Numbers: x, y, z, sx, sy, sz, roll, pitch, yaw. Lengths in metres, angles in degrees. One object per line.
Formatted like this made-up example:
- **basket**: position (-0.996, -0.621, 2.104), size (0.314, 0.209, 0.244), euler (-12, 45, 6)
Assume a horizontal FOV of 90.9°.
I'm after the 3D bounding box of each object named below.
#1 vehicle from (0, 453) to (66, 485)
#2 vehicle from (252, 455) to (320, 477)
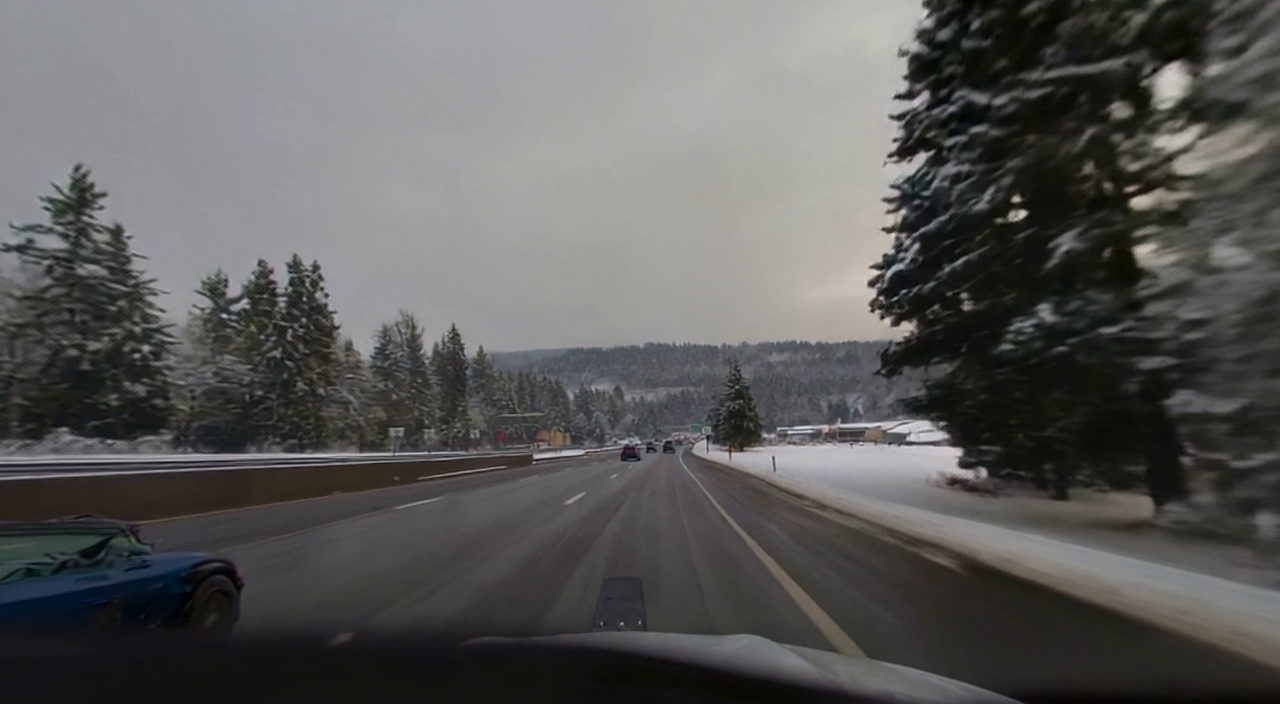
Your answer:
- **vehicle**: position (-36.403, 6.672, 35.943), size (1.961, 1.722, 5.248), euler (-1, -8, 7)
- **vehicle**: position (-26.503, 8.546, 47.441), size (1.964, 1.444, 4.565), euler (-2, -8, 9)
